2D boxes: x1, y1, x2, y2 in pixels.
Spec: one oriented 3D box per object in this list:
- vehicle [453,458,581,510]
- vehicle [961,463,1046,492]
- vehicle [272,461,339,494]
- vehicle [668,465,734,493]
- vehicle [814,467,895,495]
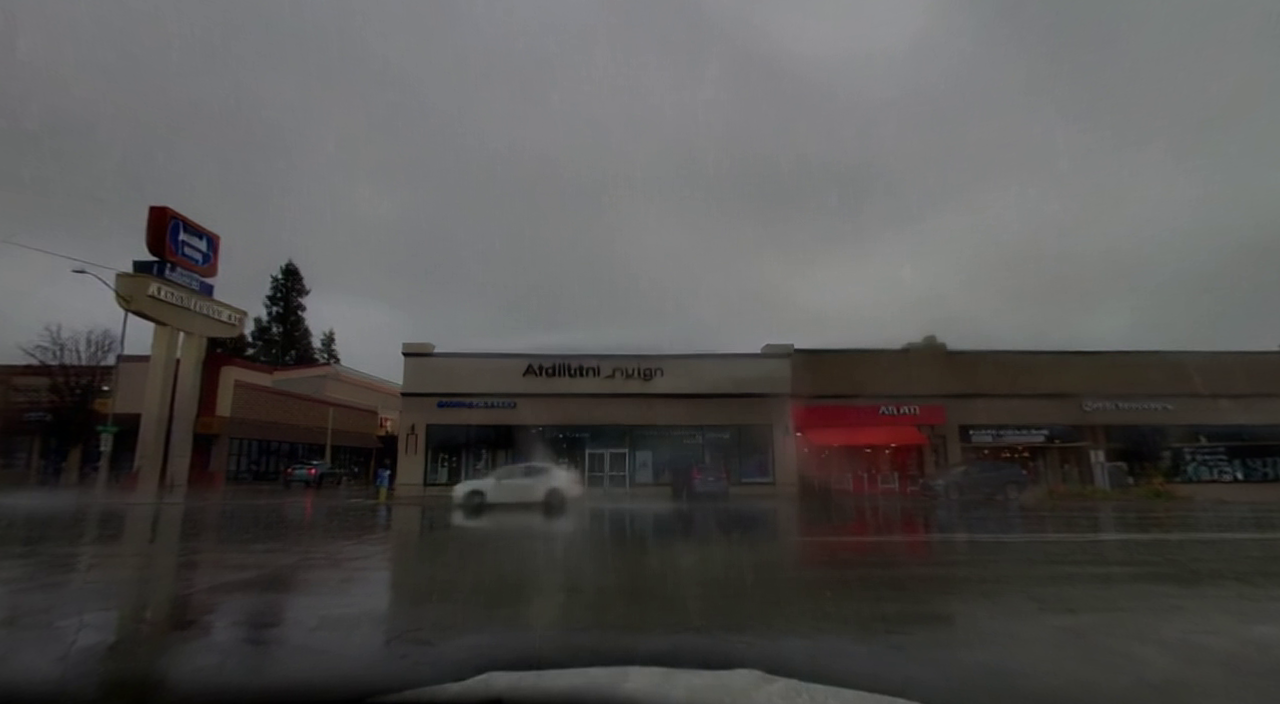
[{"bbox_3d":[-4.109,4.493,21.694,4.073,1.609,1.813,1,-9,-4],"label":"vehicle"},{"bbox_3d":[25.818,8.906,44.979,4.838,1.799,1.914,-7,-11,39],"label":"vehicle"},{"bbox_3d":[-19.947,7.415,37.570,4.596,1.680,1.936,-7,-11,41],"label":"vehicle"},{"bbox_3d":[3.675,7.764,38.864,1.812,1.468,4.519,5,-10,-28],"label":"vehicle"},{"bbox_3d":[13.044,7.851,38.675,1.791,1.453,4.593,5,-10,-29],"label":"vehicle"}]
